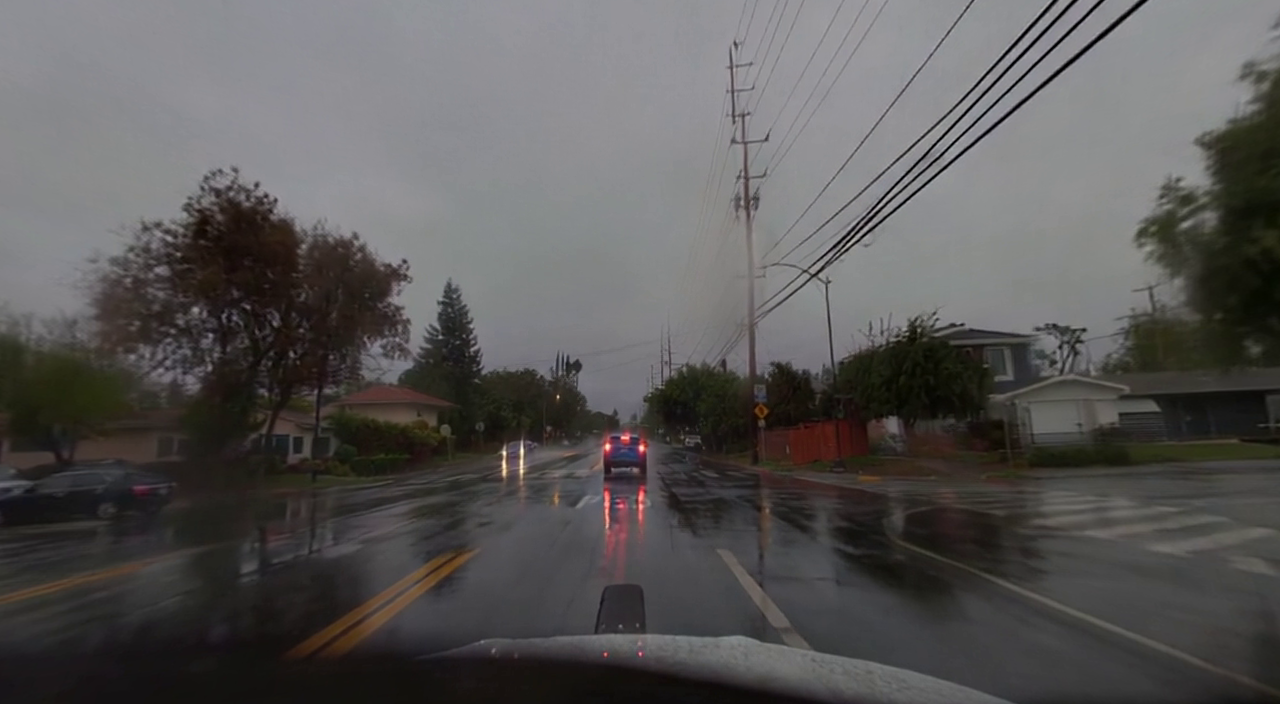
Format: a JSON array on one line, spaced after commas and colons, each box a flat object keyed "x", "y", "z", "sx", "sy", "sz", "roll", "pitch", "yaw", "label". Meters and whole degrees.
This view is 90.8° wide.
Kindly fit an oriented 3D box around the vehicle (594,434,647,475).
[{"x": -0.704, "y": 3.936, "z": 24.517, "sx": 1.877, "sy": 1.448, "sz": 3.830, "roll": 0, "pitch": -9, "yaw": 0, "label": "vehicle"}]

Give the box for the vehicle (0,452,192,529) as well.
[{"x": -14.117, "y": 3.340, "z": 15.150, "sx": 5.190, "sy": 1.502, "sz": 2.085, "roll": -4, "pitch": -8, "yaw": -1, "label": "vehicle"}]
